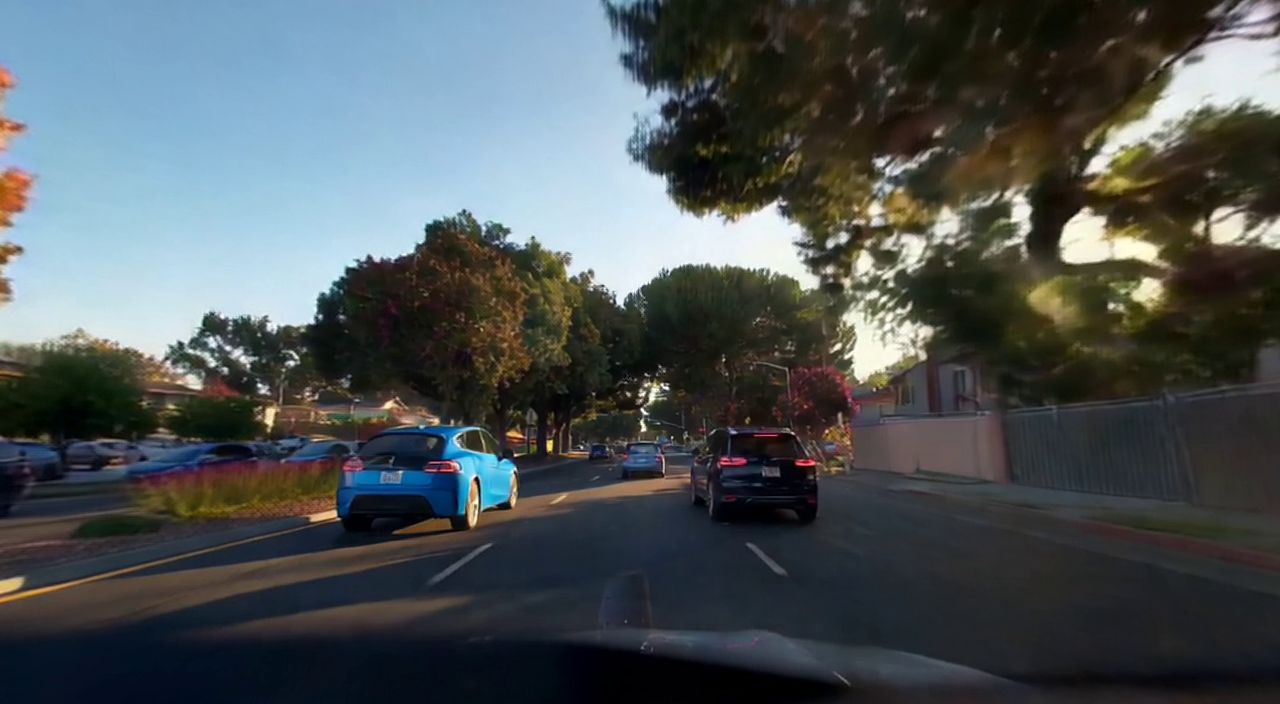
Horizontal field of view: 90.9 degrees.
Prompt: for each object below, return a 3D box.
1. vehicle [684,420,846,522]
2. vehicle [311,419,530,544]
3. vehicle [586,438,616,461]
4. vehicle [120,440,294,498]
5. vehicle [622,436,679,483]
[{"bbox_3d":[2.329,2.389,13.198,2.280,1.747,4.361,1,-8,-3],"label":"vehicle"},{"bbox_3d":[-3.422,2.120,11.032,2.043,1.687,4.676,0,-8,2],"label":"vehicle"},{"bbox_3d":[-3.013,7.700,49.743,2.014,1.755,4.360,0,-8,1],"label":"vehicle"},{"bbox_3d":[-12.330,3.323,18.387,1.849,1.452,4.423,0,-8,1],"label":"vehicle"},{"bbox_3d":[0.360,3.936,23.310,1.922,1.579,3.642,0,-8,0],"label":"vehicle"}]
